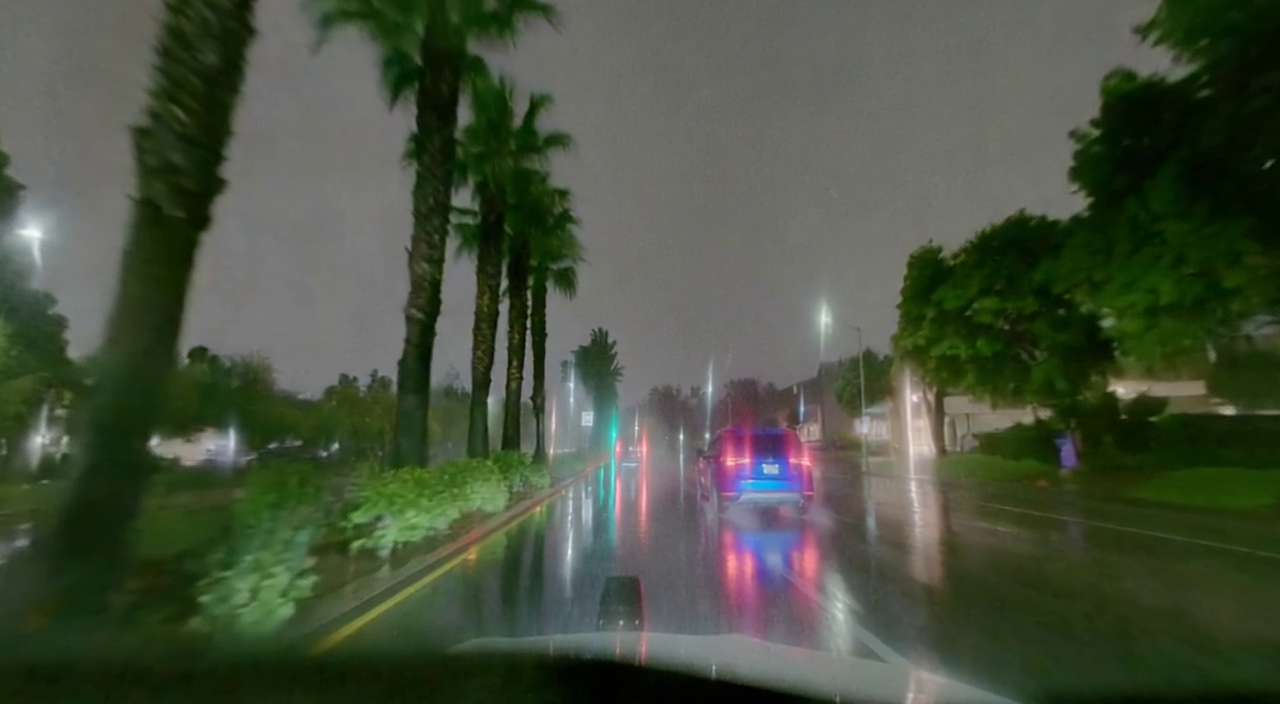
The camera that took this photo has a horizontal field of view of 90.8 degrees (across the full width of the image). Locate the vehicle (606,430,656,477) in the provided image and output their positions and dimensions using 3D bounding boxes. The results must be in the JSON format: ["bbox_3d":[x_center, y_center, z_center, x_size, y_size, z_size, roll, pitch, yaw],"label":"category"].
[{"bbox_3d":[-0.386,4.305,26.966,1.981,1.854,3.983,0,-8,-1],"label":"vehicle"}]

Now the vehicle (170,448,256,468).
[{"bbox_3d":[-32.216,7.965,47.755,4.903,1.451,2.031,0,-8,-2],"label":"vehicle"}]

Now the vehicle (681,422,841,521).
[{"bbox_3d":[2.254,2.390,13.201,2.239,1.693,4.301,0,-8,-3],"label":"vehicle"}]

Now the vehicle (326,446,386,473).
[{"bbox_3d":[-19.897,7.534,44.480,2.029,1.723,4.639,0,-8,1],"label":"vehicle"}]

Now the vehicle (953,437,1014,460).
[{"bbox_3d":[23.900,6.733,44.106,2.004,1.519,3.714,0,-8,-3],"label":"vehicle"}]

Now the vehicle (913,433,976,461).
[{"bbox_3d":[21.134,6.591,44.038,1.894,1.784,4.571,0,-8,-3],"label":"vehicle"}]

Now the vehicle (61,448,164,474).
[{"bbox_3d":[-31.756,6.578,38.096,4.404,1.487,1.868,0,-8,-3],"label":"vehicle"}]
